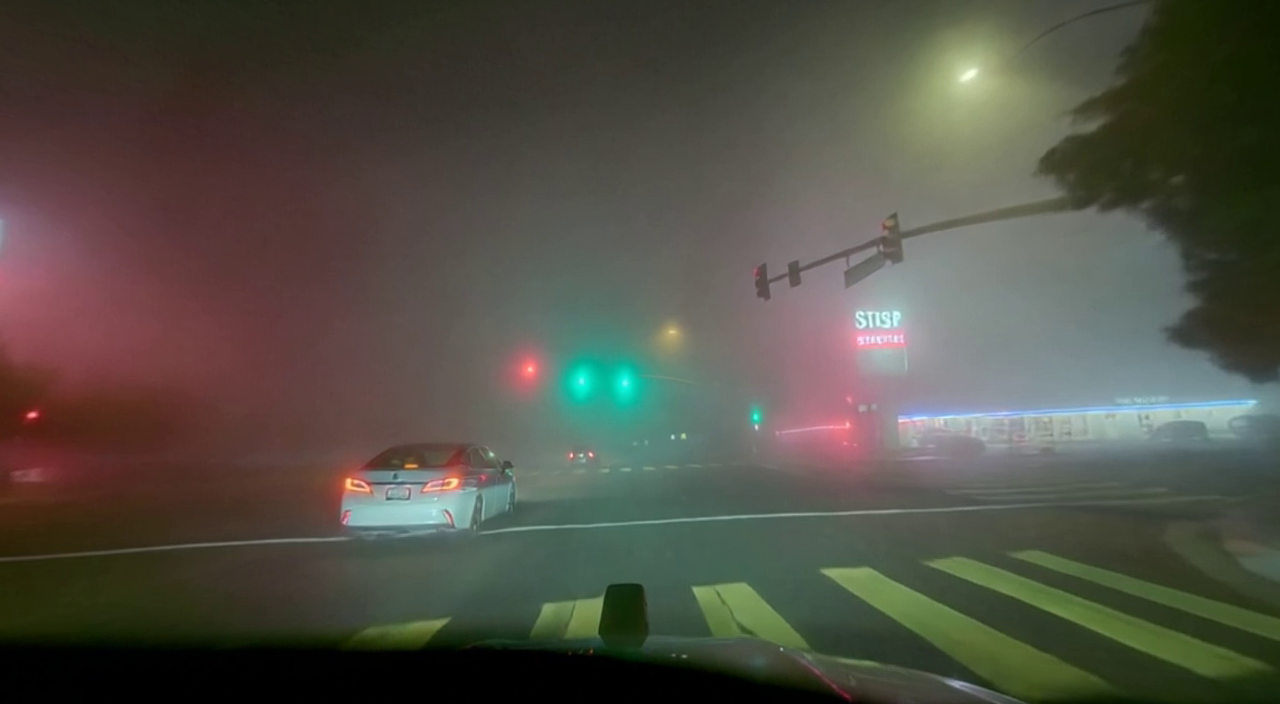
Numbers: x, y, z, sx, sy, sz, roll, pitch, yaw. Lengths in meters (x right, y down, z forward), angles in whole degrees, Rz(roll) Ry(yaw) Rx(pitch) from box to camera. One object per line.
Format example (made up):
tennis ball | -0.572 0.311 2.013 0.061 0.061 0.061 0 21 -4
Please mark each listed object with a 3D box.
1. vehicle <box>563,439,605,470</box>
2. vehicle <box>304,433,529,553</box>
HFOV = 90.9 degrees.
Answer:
vehicle | -3.243 6.075 37.398 2.109 1.692 4.220 -1 -8 0
vehicle | -3.220 2.112 10.216 2.018 1.477 4.401 -1 -8 0
